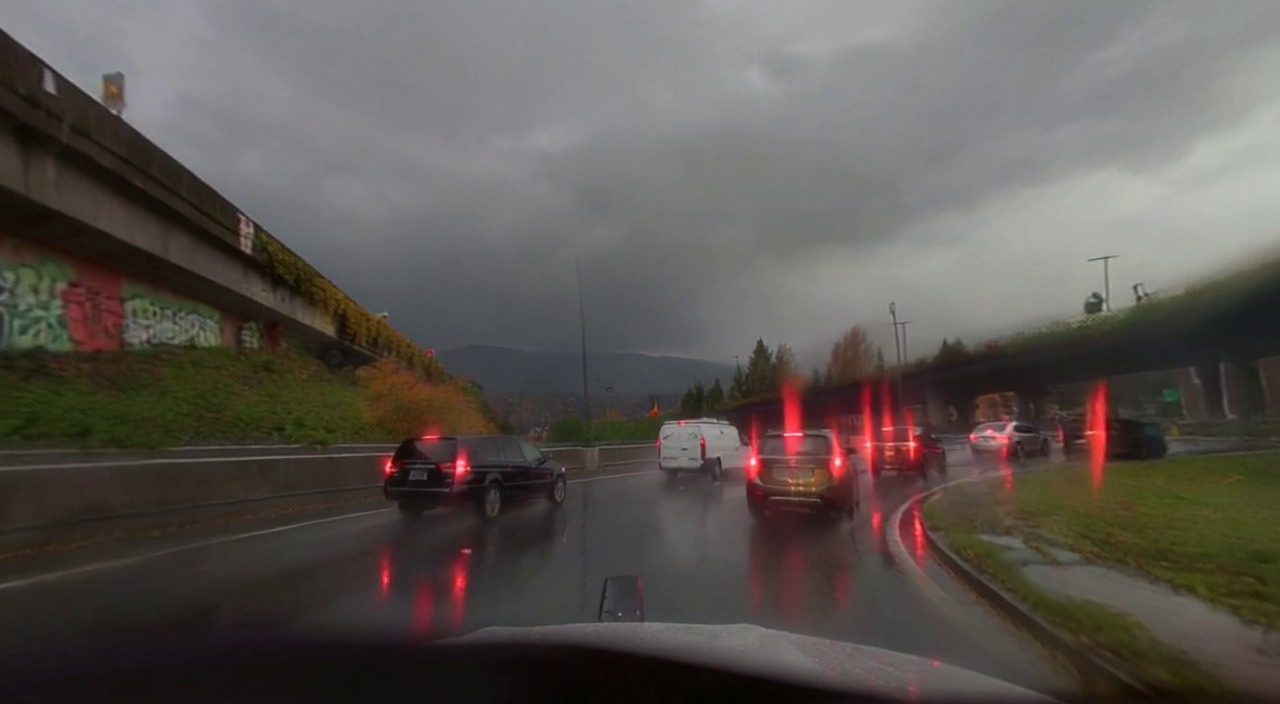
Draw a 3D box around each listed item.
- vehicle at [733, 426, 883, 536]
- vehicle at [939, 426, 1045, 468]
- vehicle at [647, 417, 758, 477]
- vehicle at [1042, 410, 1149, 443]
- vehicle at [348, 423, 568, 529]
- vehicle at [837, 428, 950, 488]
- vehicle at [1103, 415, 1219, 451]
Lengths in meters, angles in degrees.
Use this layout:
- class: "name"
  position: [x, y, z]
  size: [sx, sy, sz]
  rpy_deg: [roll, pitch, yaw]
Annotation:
- class: "vehicle"
  position: [3.065, 2.126, 10.883]
  size: [2.064, 1.515, 3.722]
  rpy_deg: [-4, -10, 21]
- class: "vehicle"
  position: [13.546, 3.648, 24.070]
  size: [3.902, 1.446, 1.780]
  rpy_deg: [5, -10, -32]
- class: "vehicle"
  position: [2.200, 3.210, 21.168]
  size: [1.835, 1.825, 4.005]
  rpy_deg: [-7, -11, 37]
- class: "vehicle"
  position: [23.716, 3.923, 32.704]
  size: [4.309, 1.613, 1.909]
  rpy_deg: [1, -9, -9]
- class: "vehicle"
  position: [-3.035, 2.184, 11.528]
  size: [1.921, 1.554, 4.081]
  rpy_deg: [-3, -9, 17]
- class: "vehicle"
  position: [7.455, 3.035, 18.198]
  size: [1.830, 1.519, 4.253]
  rpy_deg: [-7, -11, 38]
- class: "vehicle"
  position: [22.761, 3.569, 27.434]
  size: [3.934, 1.485, 1.763]
  rpy_deg: [2, -9, -14]
